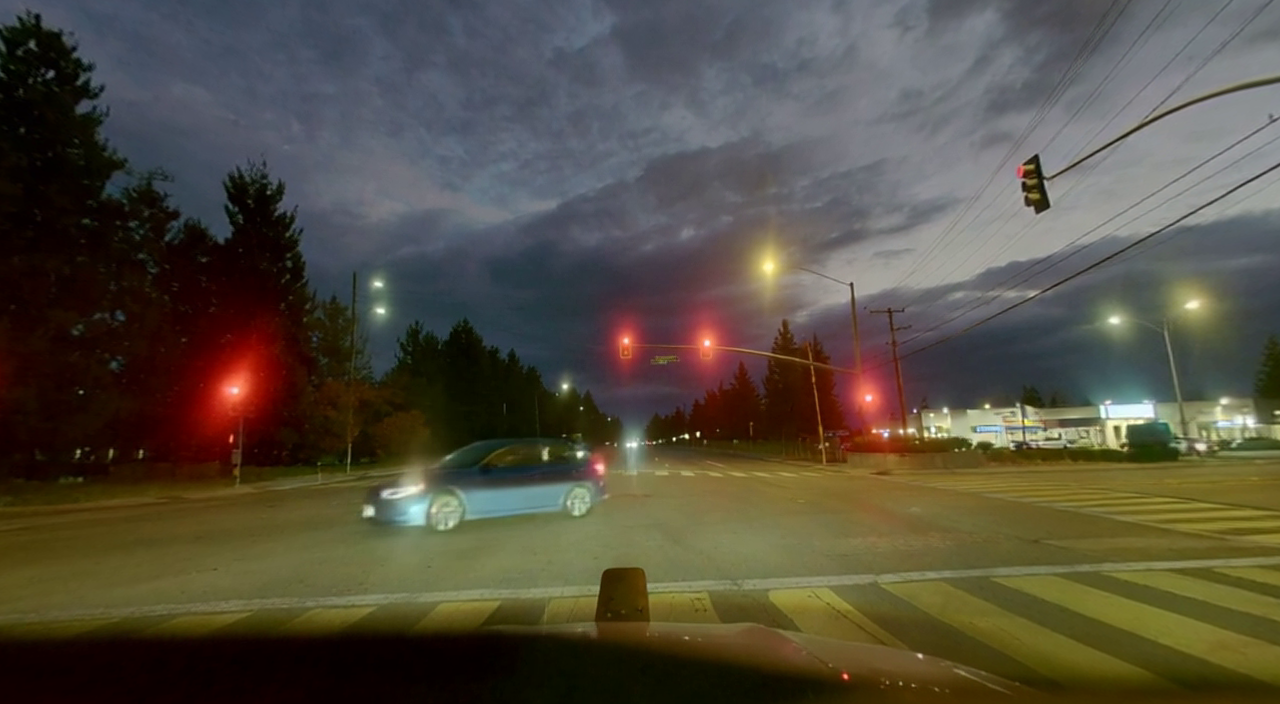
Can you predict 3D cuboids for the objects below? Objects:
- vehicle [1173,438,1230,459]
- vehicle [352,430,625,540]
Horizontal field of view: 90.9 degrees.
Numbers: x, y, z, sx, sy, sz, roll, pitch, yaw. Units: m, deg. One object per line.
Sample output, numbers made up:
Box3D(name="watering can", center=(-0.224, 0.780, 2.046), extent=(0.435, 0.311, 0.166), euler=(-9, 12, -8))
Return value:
Box3D(name="vehicle", center=(42.834, 7.348, 48.056), extent=(4.133, 1.561, 1.824), euler=(5, -10, -29))
Box3D(name="vehicle", center=(-2.416, 2.189, 11.109), extent=(1.877, 1.523, 4.377), euler=(-7, -11, 39))
